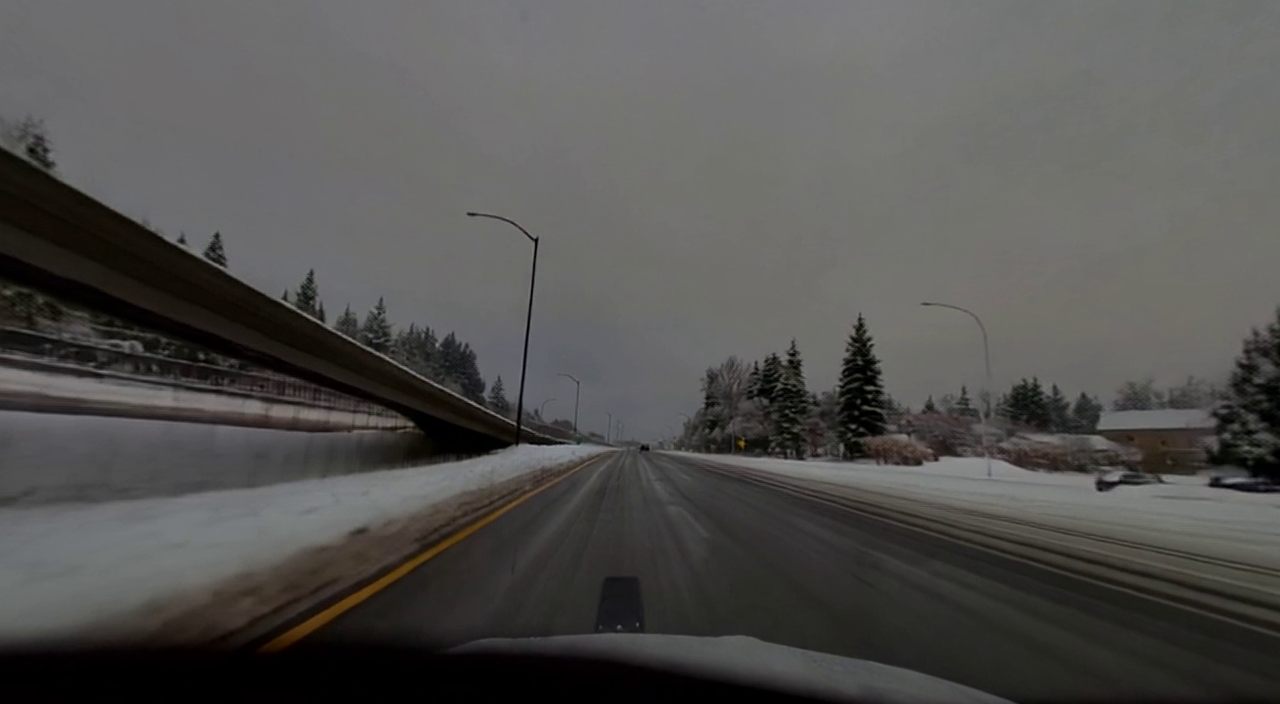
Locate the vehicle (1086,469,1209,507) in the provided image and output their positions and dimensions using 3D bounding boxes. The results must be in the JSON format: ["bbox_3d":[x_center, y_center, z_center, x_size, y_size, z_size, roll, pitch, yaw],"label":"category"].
[{"bbox_3d":[22.638,6.091,28.435,1.789,1.539,4.303,1,-12,-3],"label":"vehicle"}]
